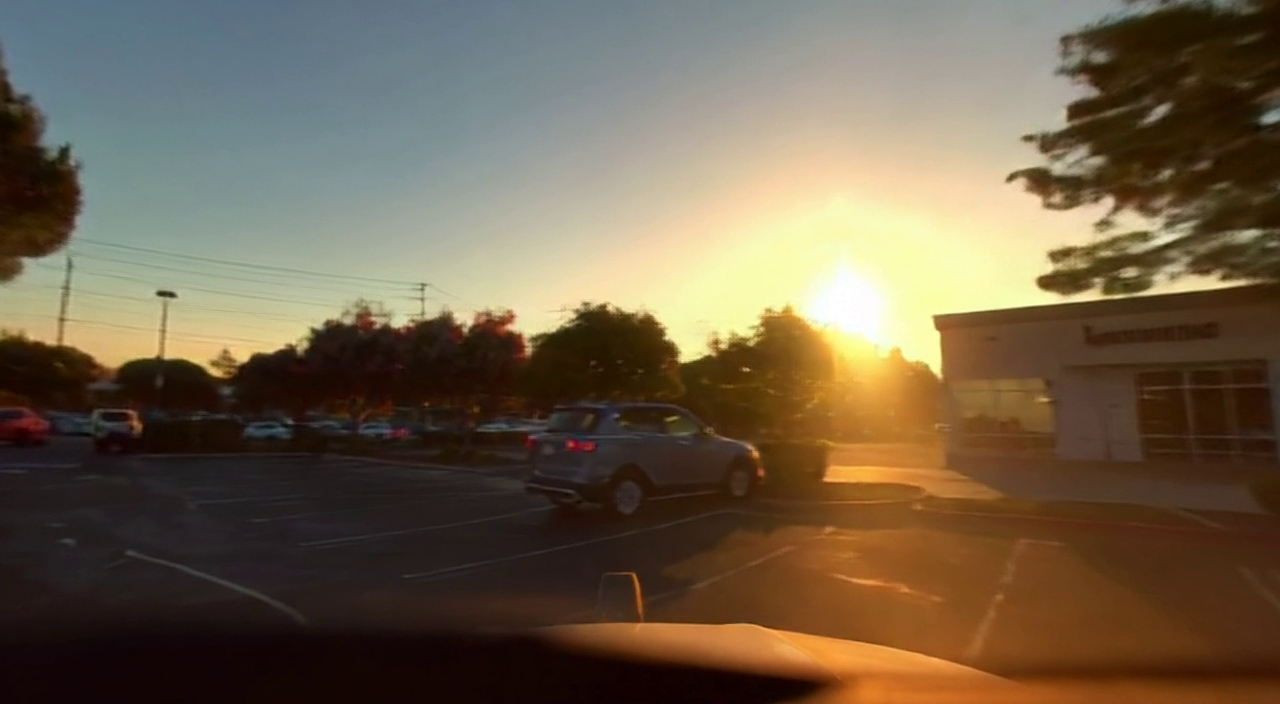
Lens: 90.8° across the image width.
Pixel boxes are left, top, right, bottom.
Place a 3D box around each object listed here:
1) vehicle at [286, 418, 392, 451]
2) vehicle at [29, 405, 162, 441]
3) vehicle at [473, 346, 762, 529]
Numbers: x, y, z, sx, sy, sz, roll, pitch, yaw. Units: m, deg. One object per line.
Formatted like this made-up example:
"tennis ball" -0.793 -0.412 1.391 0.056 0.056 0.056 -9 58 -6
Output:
"vehicle" -14.130 3.937 29.881 1.760 1.449 4.106 -5 -10 32
"vehicle" -27.910 3.708 32.562 1.981 1.687 4.660 -4 -9 30
"vehicle" 0.008 1.449 10.611 2.200 2.257 5.237 -5 -10 32
